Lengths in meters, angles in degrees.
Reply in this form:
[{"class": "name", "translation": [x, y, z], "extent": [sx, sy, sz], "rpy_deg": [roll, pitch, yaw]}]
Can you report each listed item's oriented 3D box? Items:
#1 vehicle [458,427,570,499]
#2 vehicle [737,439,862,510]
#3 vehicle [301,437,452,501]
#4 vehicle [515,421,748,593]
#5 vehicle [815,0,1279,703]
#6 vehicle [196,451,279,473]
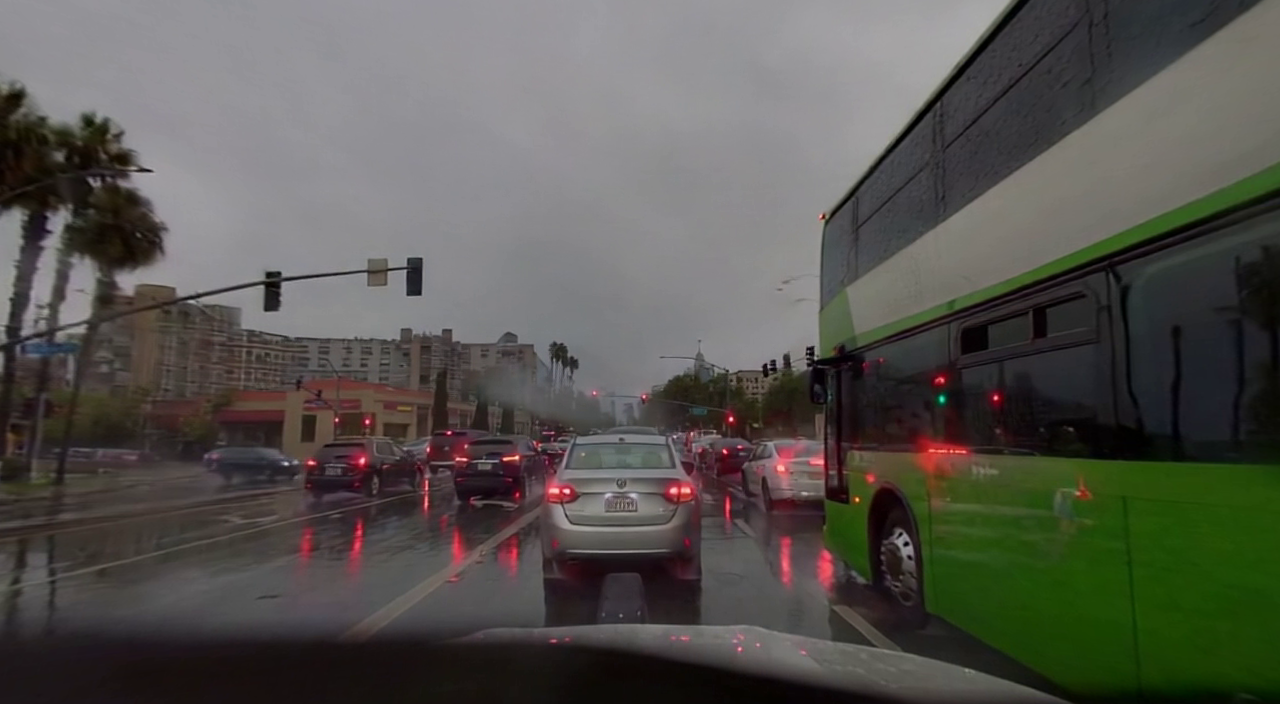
[{"class": "vehicle", "translation": [-3.285, 3.015, 17.481], "extent": [2.020, 1.721, 4.366], "rpy_deg": [-1, -9, 2]}, {"class": "vehicle", "translation": [3.683, 2.905, 15.510], "extent": [1.989, 1.467, 4.364], "rpy_deg": [0, -9, 1]}, {"class": "vehicle", "translation": [-6.930, 3.123, 17.328], "extent": [1.927, 1.480, 4.832], "rpy_deg": [0, -9, 2]}, {"class": "vehicle", "translation": [-0.087, 1.666, 7.583], "extent": [2.060, 1.499, 3.831], "rpy_deg": [0, -9, 0]}, {"class": "vehicle", "translation": [3.550, -0.538, 0.569], "extent": [2.970, 4.015, 13.606], "rpy_deg": [0, -9, 0]}, {"class": "vehicle", "translation": [-28.872, 7.886, 45.402], "extent": [4.630, 1.473, 1.837], "rpy_deg": [0, -9, -5]}]
